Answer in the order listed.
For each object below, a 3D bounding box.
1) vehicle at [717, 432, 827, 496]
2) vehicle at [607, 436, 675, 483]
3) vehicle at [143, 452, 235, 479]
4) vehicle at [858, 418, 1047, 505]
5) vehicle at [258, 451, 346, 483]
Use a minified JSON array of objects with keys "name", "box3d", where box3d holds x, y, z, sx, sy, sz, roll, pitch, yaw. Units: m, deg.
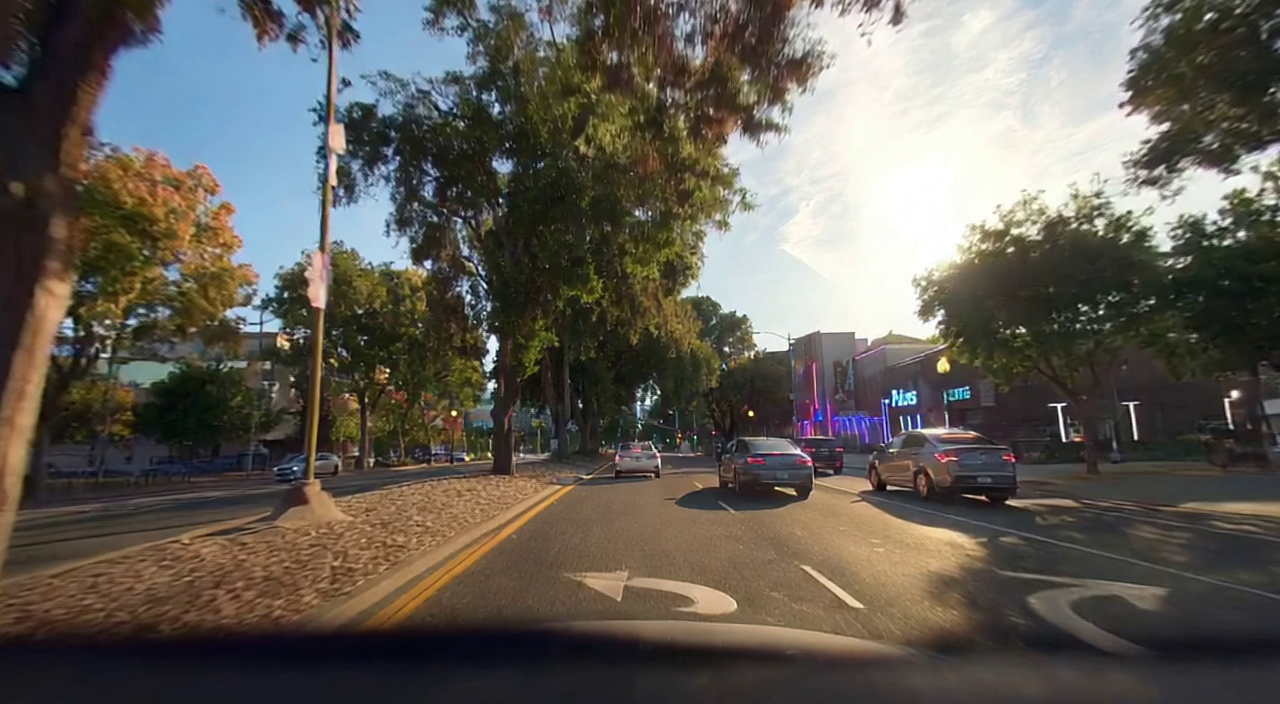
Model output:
[{"name":"vehicle","box3d":[3.375,2.970,17.100,1.993,1.477,4.240,0,-8,-1]},{"name":"vehicle","box3d":[0.008,3.633,21.643,2.101,1.444,4.248,0,-8,-1]},{"name":"vehicle","box3d":[-29.920,7.506,41.964,4.559,1.663,2.059,-1,-8,3]},{"name":"vehicle","box3d":[7.073,2.550,15.061,2.052,1.708,4.842,0,-8,0]},{"name":"vehicle","box3d":[-17.476,5.956,32.951,2.069,1.460,4.716,0,-8,-1]}]
